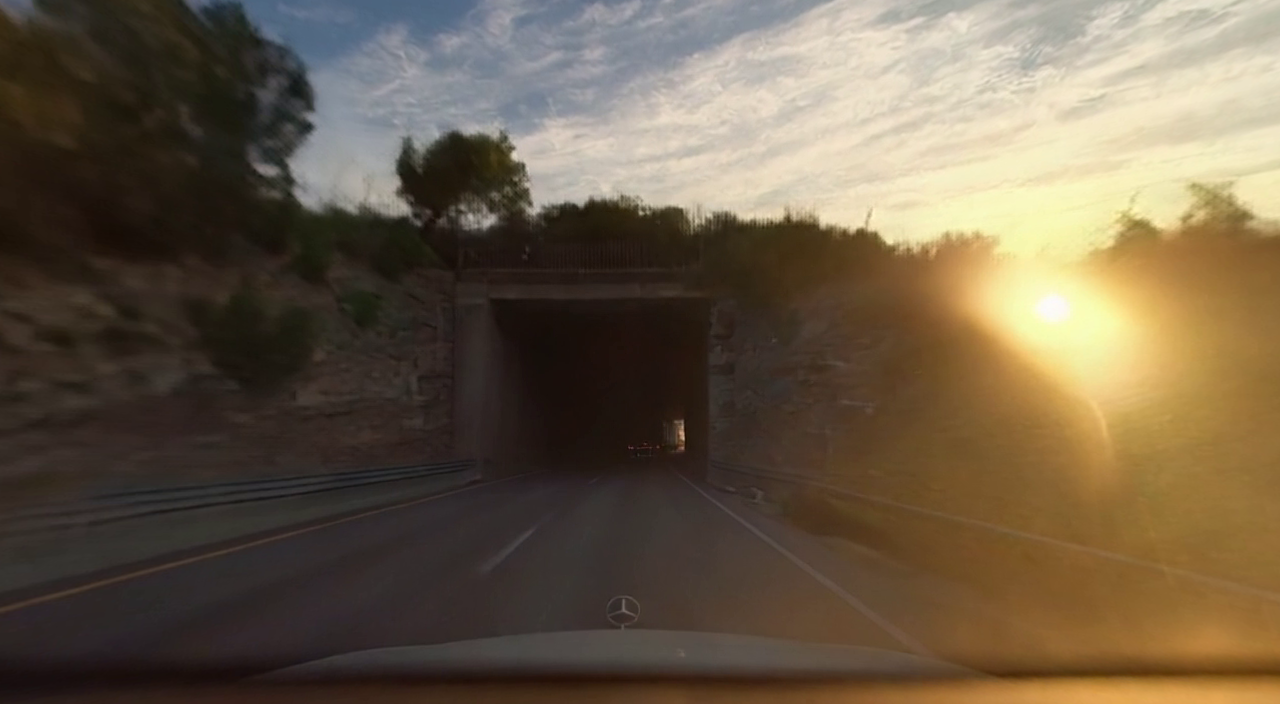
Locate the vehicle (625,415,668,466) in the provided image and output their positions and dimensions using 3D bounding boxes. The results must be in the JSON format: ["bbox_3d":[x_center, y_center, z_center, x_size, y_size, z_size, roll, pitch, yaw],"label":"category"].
[{"bbox_3d":[0.612,7.035,49.535,2.915,3.468,11.233,-1,-9,2],"label":"vehicle"}]
